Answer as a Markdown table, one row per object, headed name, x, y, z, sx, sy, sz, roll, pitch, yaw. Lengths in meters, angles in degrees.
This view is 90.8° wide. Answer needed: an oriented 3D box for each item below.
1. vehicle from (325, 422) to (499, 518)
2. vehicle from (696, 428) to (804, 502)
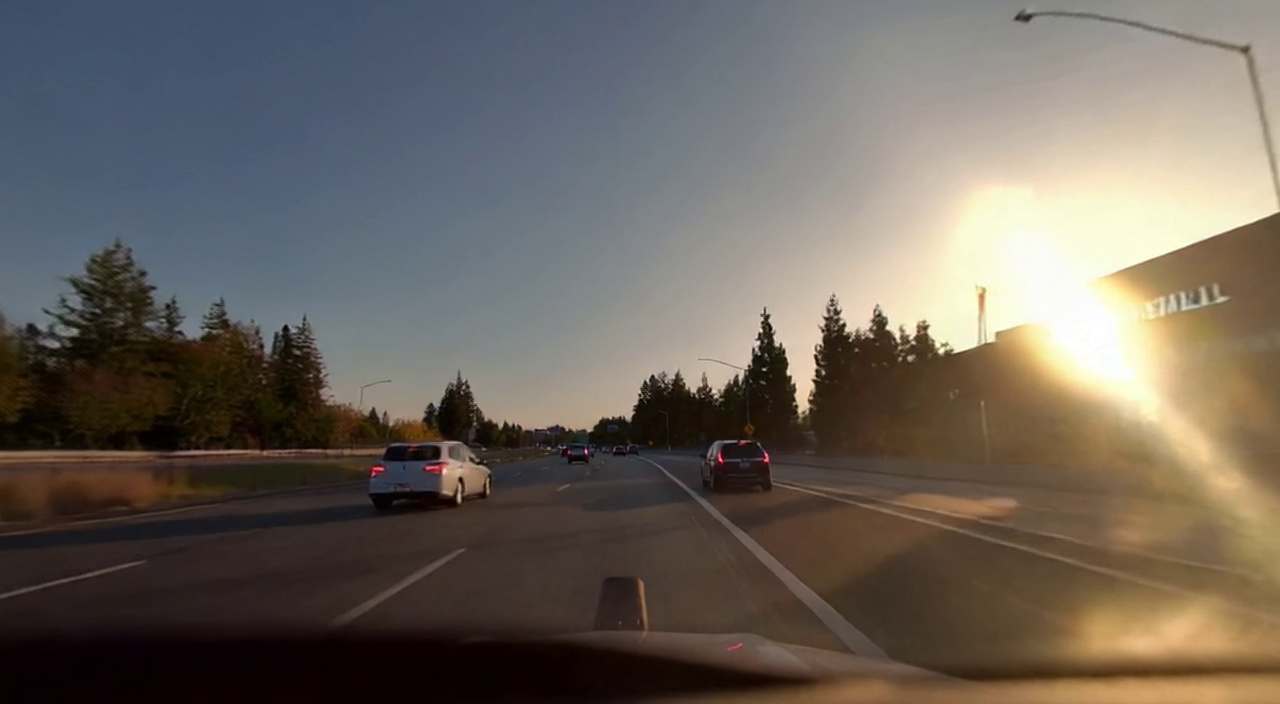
| name | x | y | z | sx | sy | sz | roll | pitch | yaw |
| --- | --- | --- | --- | --- | --- | --- | --- | --- | --- |
| vehicle | -4.829 | 2.573 | 14.329 | 2.176 | 1.779 | 4.755 | 0 | -8 | 0 |
| vehicle | 2.746 | 2.929 | 16.797 | 1.997 | 1.686 | 4.247 | 0 | -8 | -1 |
